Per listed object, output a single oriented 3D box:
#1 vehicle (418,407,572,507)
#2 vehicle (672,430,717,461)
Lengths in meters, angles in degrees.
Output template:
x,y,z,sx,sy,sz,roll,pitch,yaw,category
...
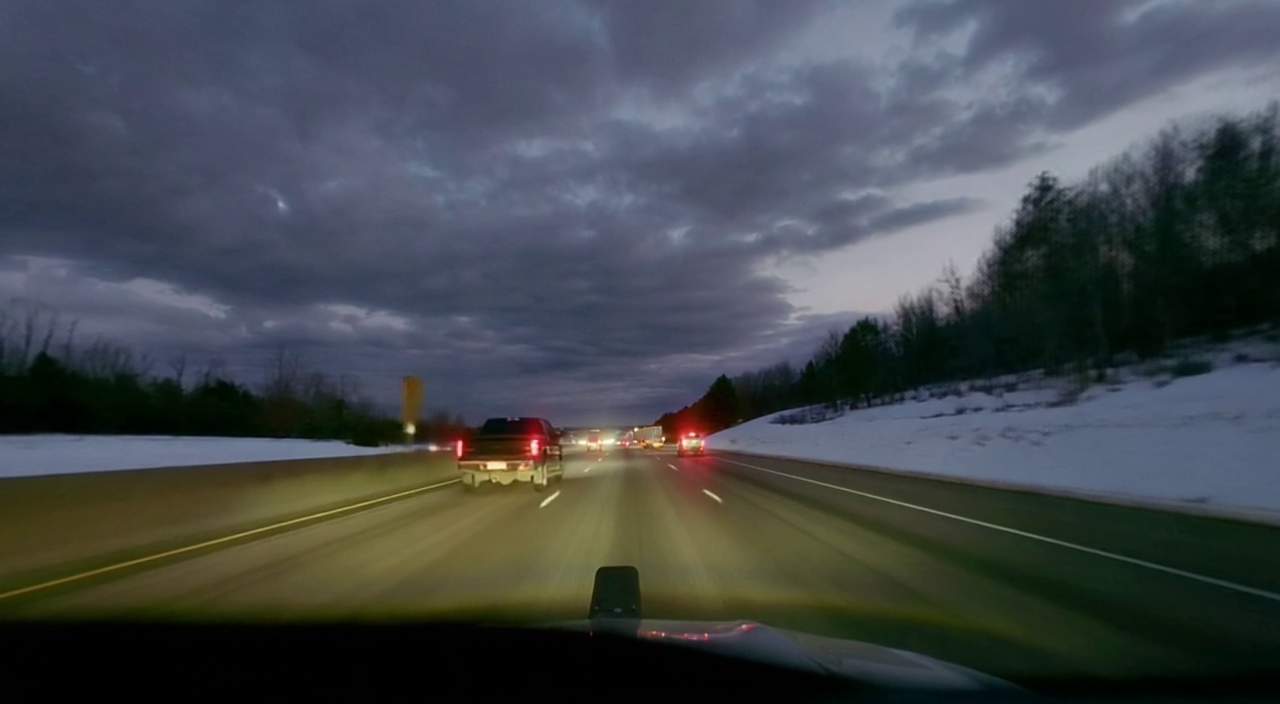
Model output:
x,y,z,sx,sy,sz,roll,pitch,yaw,category
-2.846,2.196,13.631,2.185,1.772,4.656,0,-8,1,vehicle
3.191,5.583,37.655,2.124,1.696,4.173,0,-8,-2,vehicle
